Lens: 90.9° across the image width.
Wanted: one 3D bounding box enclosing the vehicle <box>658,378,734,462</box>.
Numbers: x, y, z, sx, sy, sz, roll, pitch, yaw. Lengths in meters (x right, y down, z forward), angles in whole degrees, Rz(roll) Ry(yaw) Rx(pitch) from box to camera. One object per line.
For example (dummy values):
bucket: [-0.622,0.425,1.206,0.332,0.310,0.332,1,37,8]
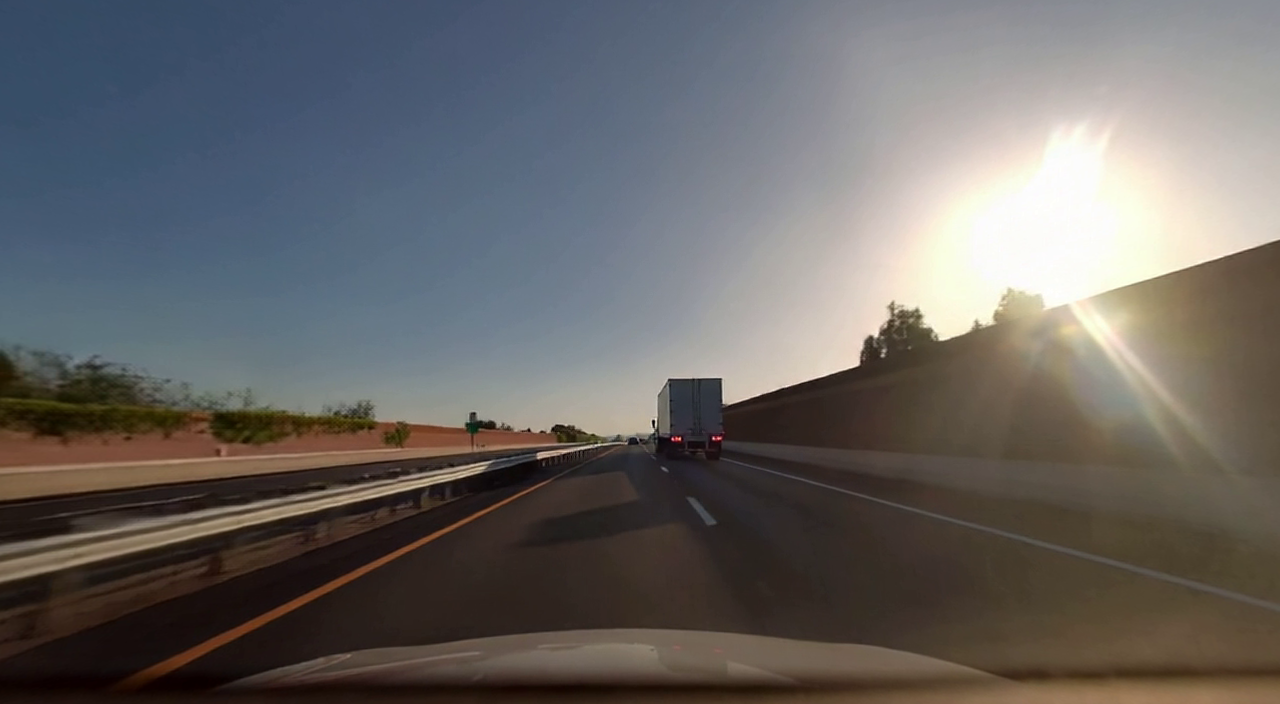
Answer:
vehicle: [2.875,4.159,37.046,2.924,4.024,13.639,0,-8,-1]
